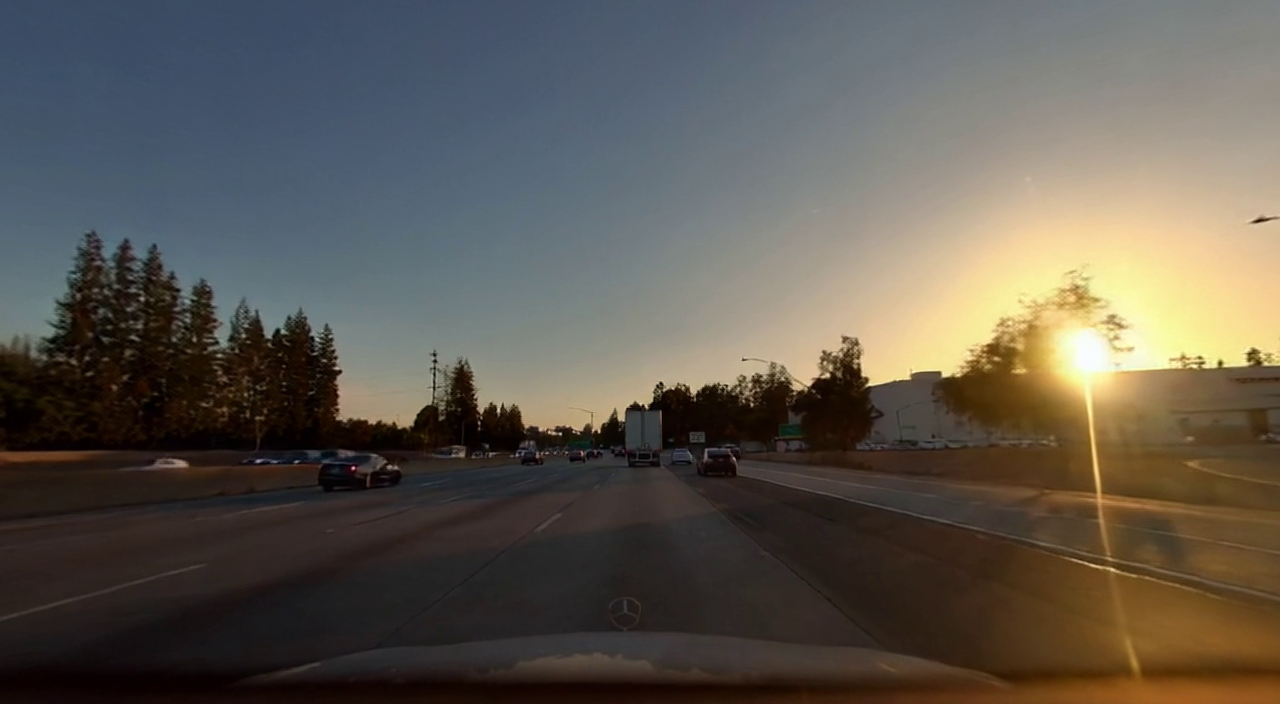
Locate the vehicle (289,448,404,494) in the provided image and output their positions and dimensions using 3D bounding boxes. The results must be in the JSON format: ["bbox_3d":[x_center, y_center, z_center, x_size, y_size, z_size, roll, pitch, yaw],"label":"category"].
[{"bbox_3d":[-10.678,4.327,23.332,2.015,1.521,4.550,0,-9,1],"label":"vehicle"}]

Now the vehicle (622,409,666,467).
[{"bbox_3d":[0.440,6.661,47.991,3.012,3.928,10.262,0,-9,2],"label":"vehicle"}]

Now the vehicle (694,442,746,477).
[{"bbox_3d":[4.064,5.562,32.762,2.107,1.707,4.445,0,-9,0],"label":"vehicle"}]
